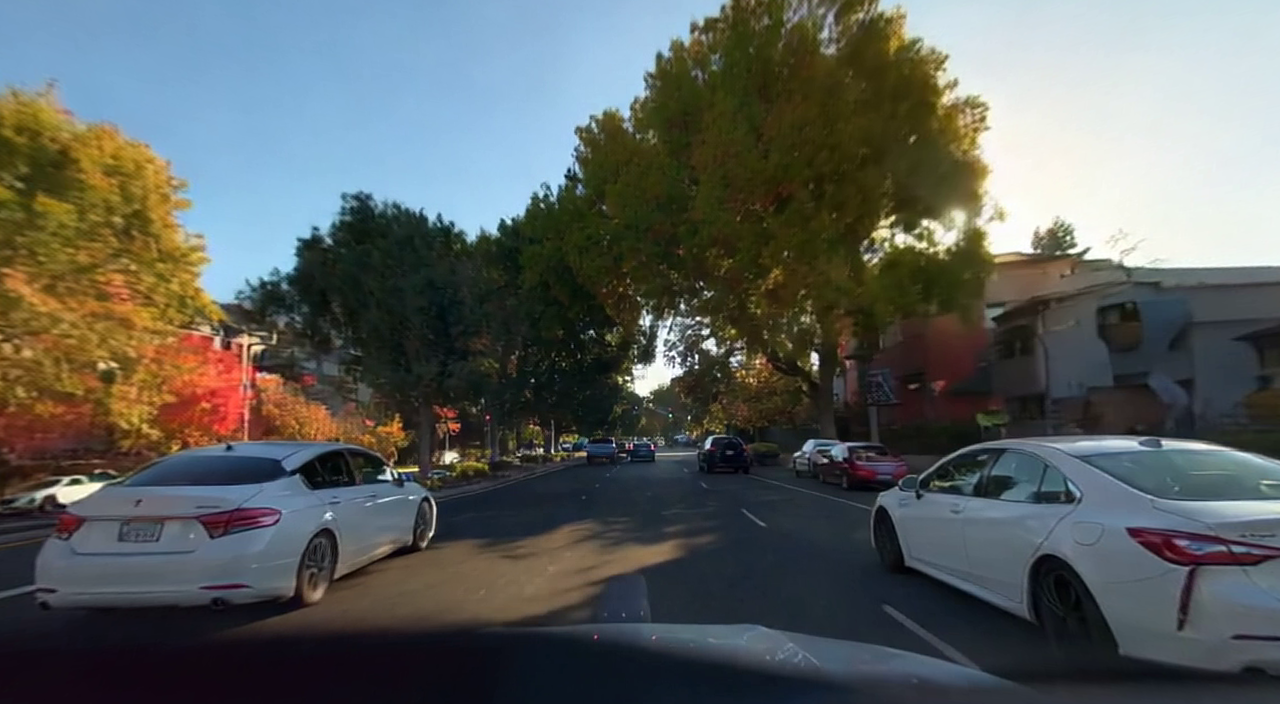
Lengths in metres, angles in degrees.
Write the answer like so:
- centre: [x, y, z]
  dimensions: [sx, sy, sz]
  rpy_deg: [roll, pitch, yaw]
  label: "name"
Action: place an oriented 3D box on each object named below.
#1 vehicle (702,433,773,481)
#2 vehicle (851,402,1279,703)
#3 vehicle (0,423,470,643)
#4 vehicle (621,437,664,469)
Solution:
- centre: [3.638, 4.031, 24.296]
  dimensions: [2.019, 1.675, 4.488]
  rpy_deg: [0, -8, 0]
  label: "vehicle"
- centre: [3.346, 1.260, 4.620]
  dimensions: [2.060, 1.474, 4.475]
  rpy_deg: [0, -8, 0]
  label: "vehicle"
- centre: [-3.486, 1.577, 6.634]
  dimensions: [1.997, 1.479, 4.547]
  rpy_deg: [0, -8, 1]
  label: "vehicle"
- centre: [0.135, 5.654, 35.366]
  dimensions: [2.293, 1.662, 4.262]
  rpy_deg: [0, -8, 0]
  label: "vehicle"
